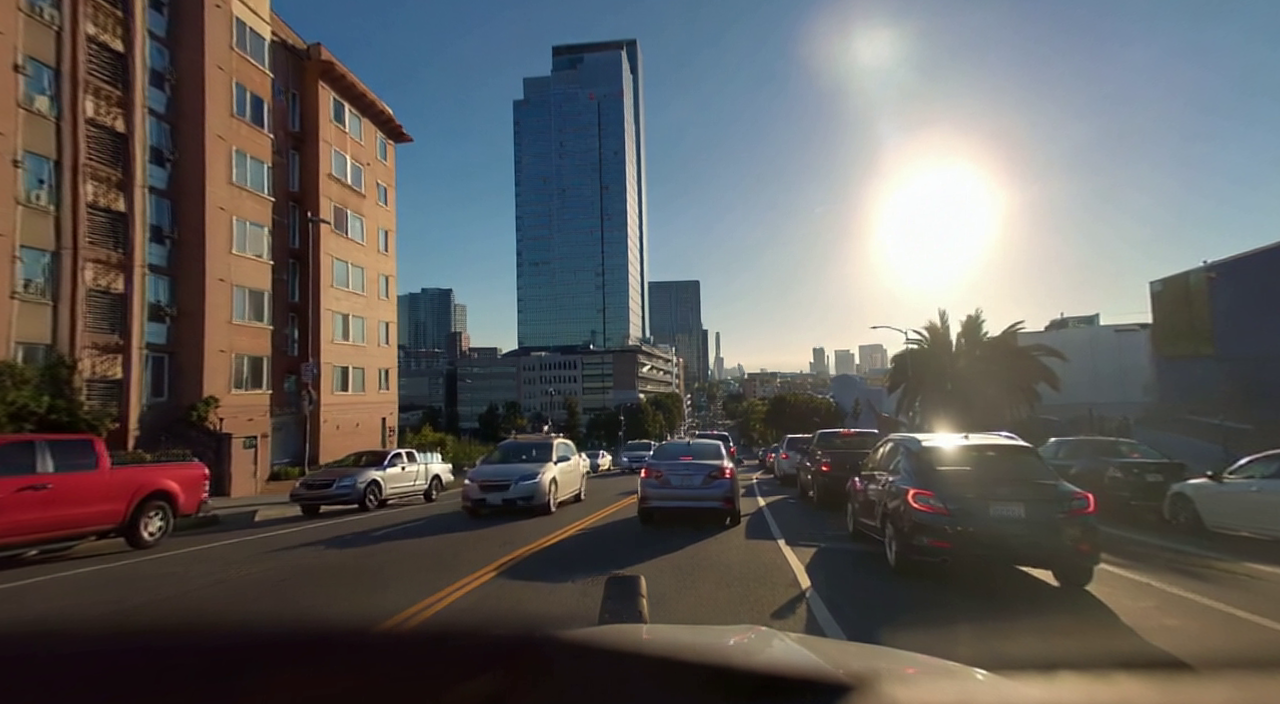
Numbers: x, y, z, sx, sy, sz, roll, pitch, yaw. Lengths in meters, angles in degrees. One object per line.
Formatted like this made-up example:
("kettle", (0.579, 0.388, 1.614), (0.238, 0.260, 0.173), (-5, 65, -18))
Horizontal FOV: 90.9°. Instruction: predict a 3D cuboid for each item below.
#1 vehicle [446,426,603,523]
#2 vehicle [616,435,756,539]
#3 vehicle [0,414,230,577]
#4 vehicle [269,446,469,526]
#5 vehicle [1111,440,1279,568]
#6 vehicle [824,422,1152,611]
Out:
("vehicle", (-2.270, 2.562, 13.817), (2.030, 1.730, 4.453), (-1, -8, 8))
("vehicle", (0.927, 2.232, 11.086), (2.031, 1.461, 3.763), (-1, -8, 9))
("vehicle", (-7.860, 1.829, 7.943), (1.934, 1.770, 4.546), (-9, -9, 8))
("vehicle", (-5.899, 2.916, 14.440), (1.928, 1.503, 4.322), (-2, -9, 13))
("vehicle", (8.622, 1.908, 8.205), (1.901, 1.500, 4.729), (-1, -8, 9))
("vehicle", (3.466, 1.656, 7.362), (1.982, 1.510, 4.144), (-1, -8, 9))
